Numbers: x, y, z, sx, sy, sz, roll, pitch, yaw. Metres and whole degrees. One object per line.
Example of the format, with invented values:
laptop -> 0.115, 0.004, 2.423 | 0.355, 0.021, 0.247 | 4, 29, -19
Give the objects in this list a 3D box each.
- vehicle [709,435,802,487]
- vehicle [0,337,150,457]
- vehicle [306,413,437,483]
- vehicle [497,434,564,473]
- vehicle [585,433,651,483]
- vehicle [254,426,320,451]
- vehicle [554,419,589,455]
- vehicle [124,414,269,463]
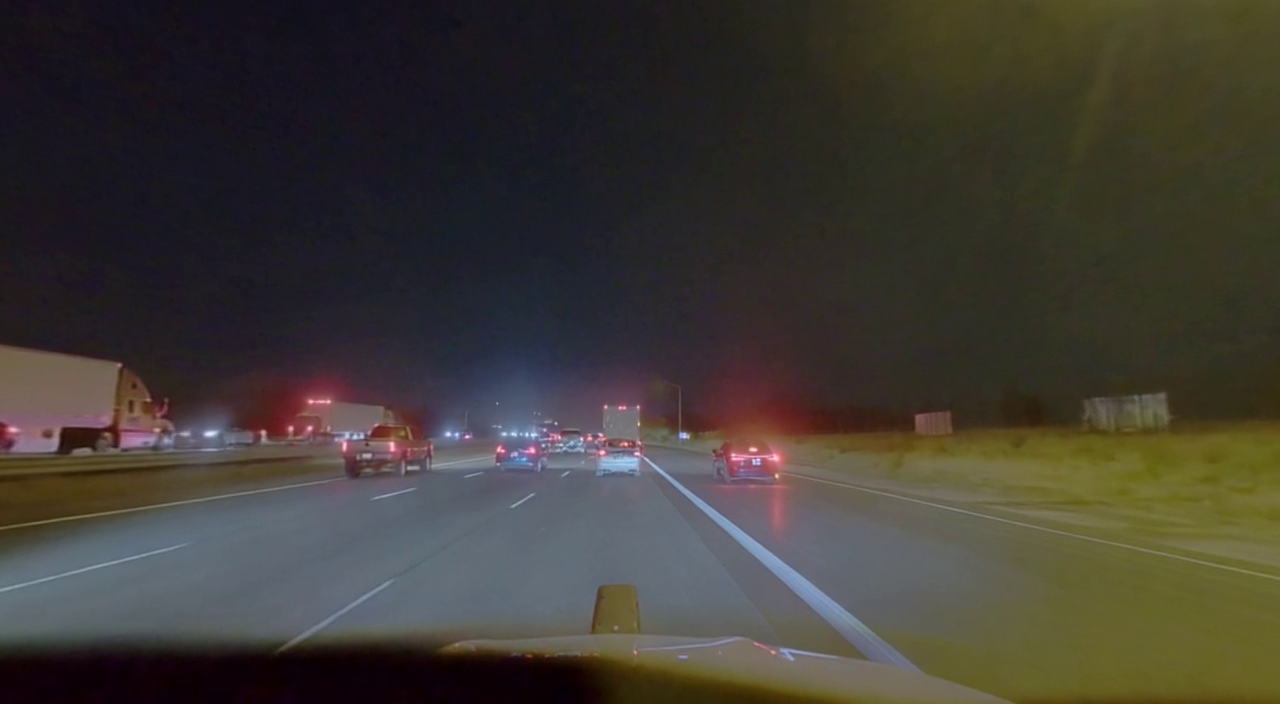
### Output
vehicle -> 3.546, 3.413, 20.189 | 1.981, 1.474, 4.396 | 0, -8, -3
vehicle -> -22.898, 1.458, 20.575 | 2.881, 3.978, 14.159 | 0, -8, -2
vehicle -> -8.264, 3.001, 19.930 | 2.158, 1.943, 4.662 | 0, -8, -1
vehicle -> -4.459, 4.181, 26.242 | 2.046, 1.493, 4.384 | 0, -8, 0
vehicle -> -0.694, 3.462, 20.919 | 1.980, 1.478, 3.758 | 0, -8, -1
vehicle -> -23.747, 5.838, 42.516 | 2.068, 1.563, 4.337 | 0, -8, -2
vehicle -> -5.249, 6.673, 49.182 | 2.303, 2.610, 6.579 | 0, -8, -3
vehicle -> -15.055, 2.991, 21.709 | 1.885, 1.496, 4.446 | 0, -8, -2
